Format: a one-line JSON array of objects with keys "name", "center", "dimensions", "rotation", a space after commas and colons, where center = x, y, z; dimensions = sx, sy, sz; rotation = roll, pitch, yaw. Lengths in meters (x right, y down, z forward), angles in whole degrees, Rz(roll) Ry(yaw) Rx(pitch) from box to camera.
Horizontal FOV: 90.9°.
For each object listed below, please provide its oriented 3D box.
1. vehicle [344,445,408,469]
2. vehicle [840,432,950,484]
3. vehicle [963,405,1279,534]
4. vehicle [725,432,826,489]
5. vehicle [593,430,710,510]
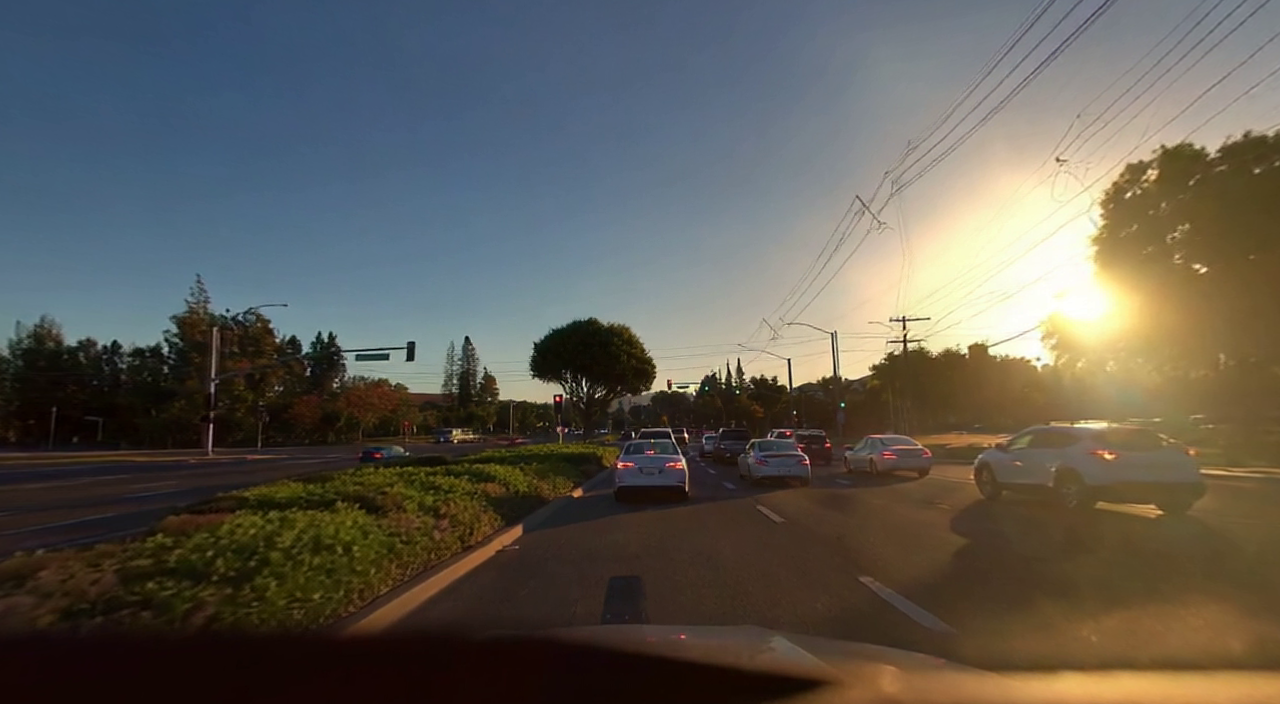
[{"name": "vehicle", "center": [-16.596, 6.610, 39.801], "dimensions": [1.986, 1.404, 4.177], "rotation": [-1, -9, 4]}, {"name": "vehicle", "center": [8.187, 3.445, 20.753], "dimensions": [1.905, 1.483, 4.469], "rotation": [-1, -9, 2]}, {"name": "vehicle", "center": [8.292, 2.034, 11.454], "dimensions": [2.195, 1.802, 5.051], "rotation": [0, -9, 1]}, {"name": "vehicle", "center": [3.885, 3.201, 18.905], "dimensions": [2.028, 1.454, 4.531], "rotation": [0, -9, 0]}, {"name": "vehicle", "center": [0.252, 2.562, 14.133], "dimensions": [2.208, 1.498, 4.401], "rotation": [0, -9, 1]}]
